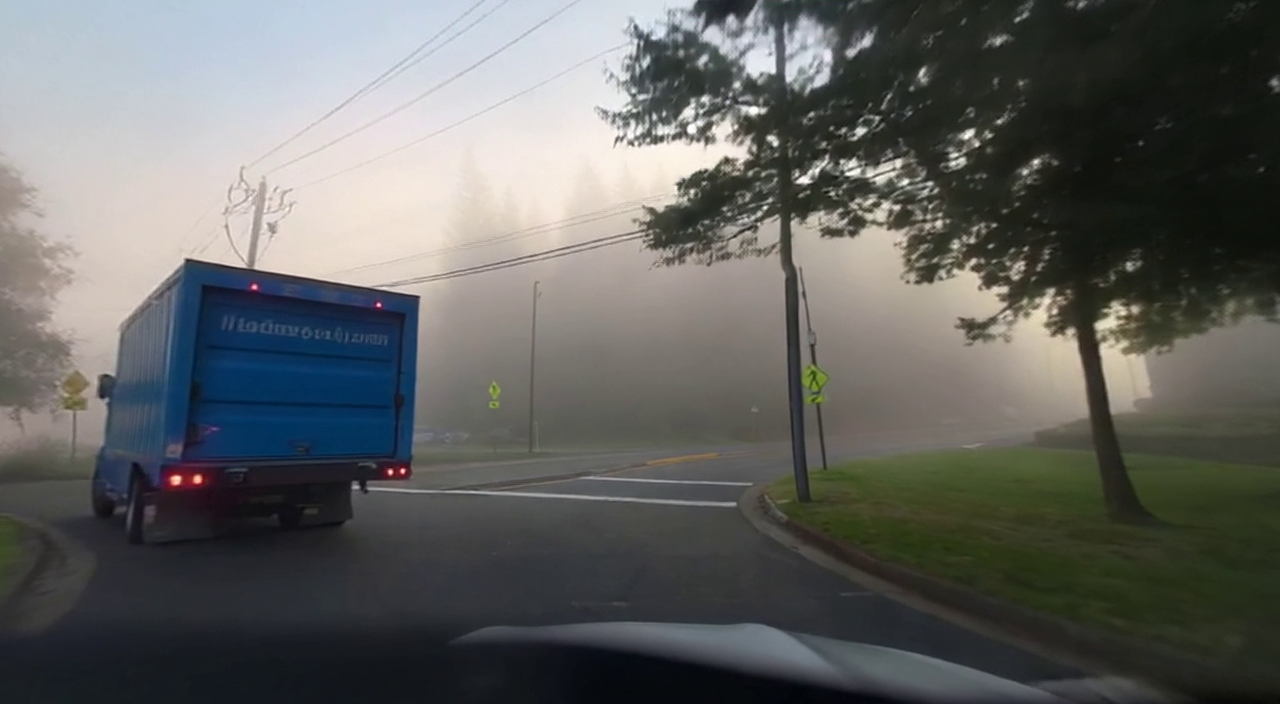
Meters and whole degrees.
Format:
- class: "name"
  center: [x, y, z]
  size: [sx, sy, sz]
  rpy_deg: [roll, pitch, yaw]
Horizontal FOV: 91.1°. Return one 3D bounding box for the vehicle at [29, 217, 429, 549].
- class: "vehicle"
  center: [-7.467, 0.842, 10.489]
  size: [9.680, 3.326, 2.838]
  rpy_deg: [-7, -11, 41]
